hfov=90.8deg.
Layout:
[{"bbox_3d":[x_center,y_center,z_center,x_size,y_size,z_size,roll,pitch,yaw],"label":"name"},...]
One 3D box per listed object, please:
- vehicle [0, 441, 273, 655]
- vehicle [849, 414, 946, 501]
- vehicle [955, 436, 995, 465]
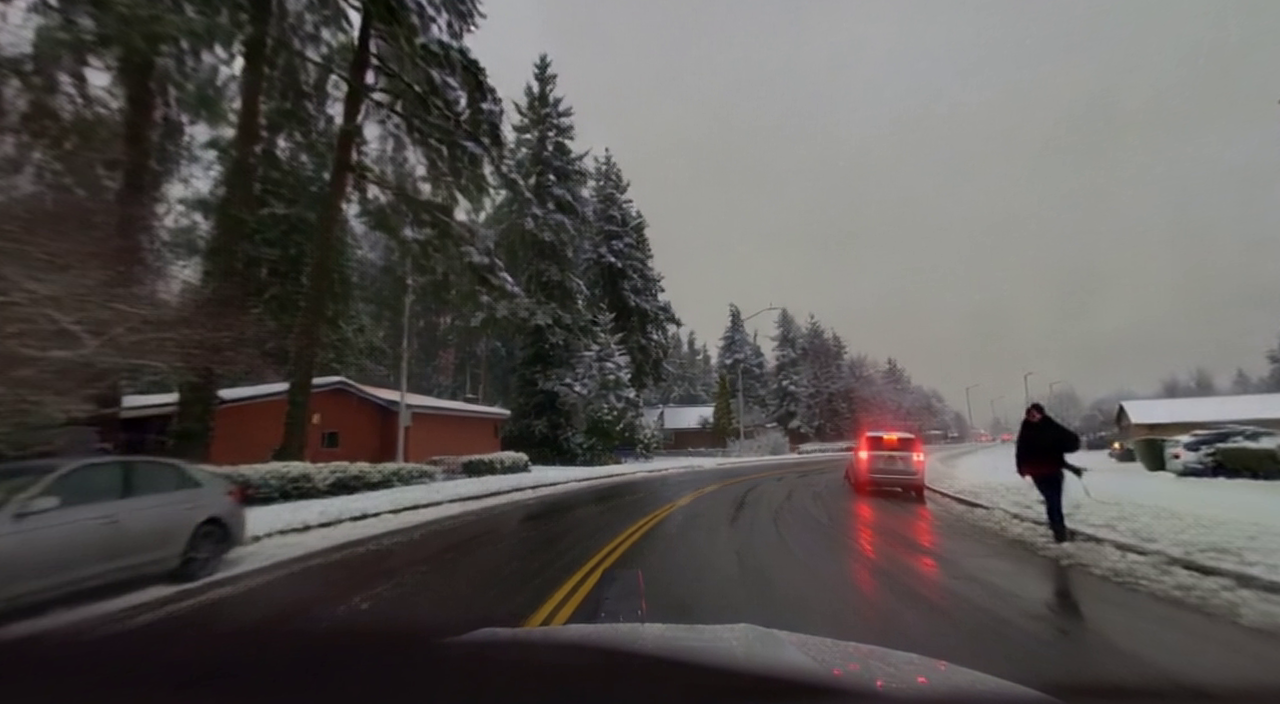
[{"bbox_3d":[-5.388,1.483,5.199,1.930,1.487,4.213,0,-9,5],"label":"vehicle"},{"bbox_3d":[7.283,3.007,18.228,2.043,2.250,3.024,-2,-9,13],"label":"vehicle"},{"bbox_3d":[22.238,6.550,41.849,1.922,1.785,4.513,-6,-12,31],"label":"vehicle"}]
